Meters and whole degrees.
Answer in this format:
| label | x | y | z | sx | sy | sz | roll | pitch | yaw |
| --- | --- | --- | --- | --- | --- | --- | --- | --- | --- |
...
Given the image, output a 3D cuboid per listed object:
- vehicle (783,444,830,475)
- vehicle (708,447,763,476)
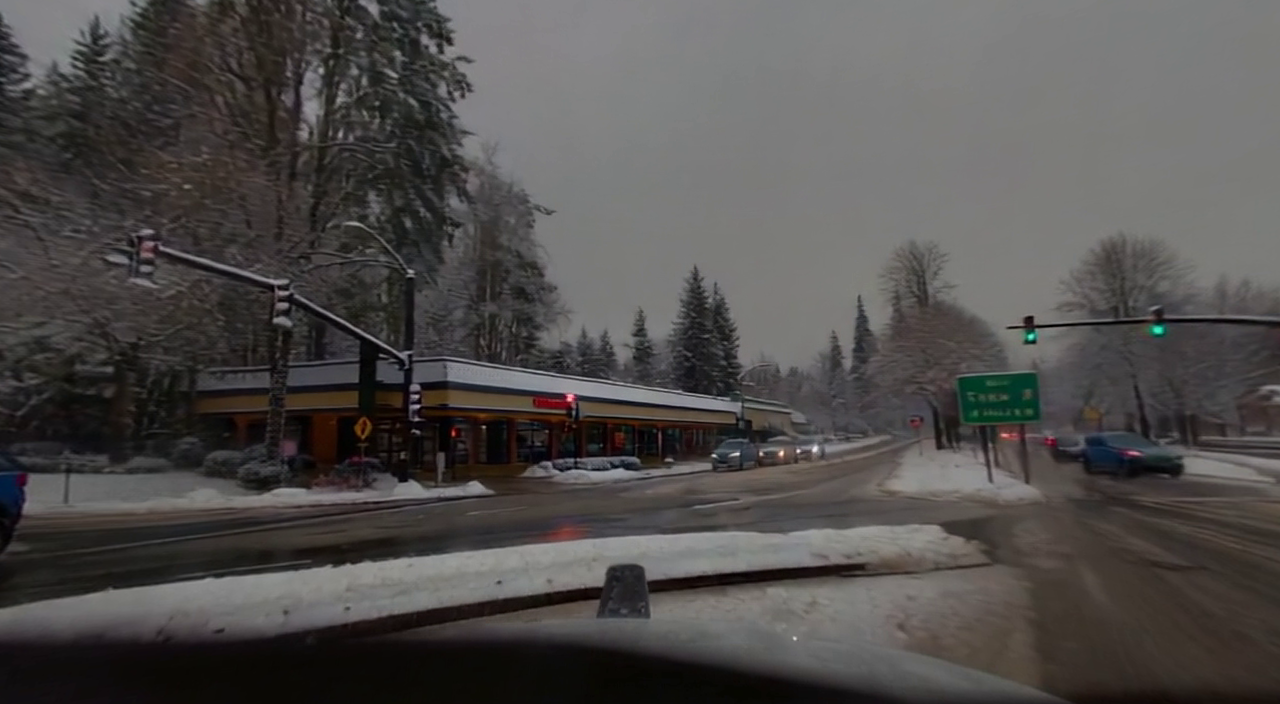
| label | x | y | z | sx | sy | sz | roll | pitch | yaw |
| --- | --- | --- | --- | --- | --- | --- | --- | --- | --- |
| vehicle | 9.247 | 5.876 | 34.731 | 1.920 | 1.546 | 4.086 | -4 | -9 | 22 |
| vehicle | 5.405 | 6.081 | 35.191 | 2.111 | 1.499 | 4.371 | -3 | -9 | 21 |
